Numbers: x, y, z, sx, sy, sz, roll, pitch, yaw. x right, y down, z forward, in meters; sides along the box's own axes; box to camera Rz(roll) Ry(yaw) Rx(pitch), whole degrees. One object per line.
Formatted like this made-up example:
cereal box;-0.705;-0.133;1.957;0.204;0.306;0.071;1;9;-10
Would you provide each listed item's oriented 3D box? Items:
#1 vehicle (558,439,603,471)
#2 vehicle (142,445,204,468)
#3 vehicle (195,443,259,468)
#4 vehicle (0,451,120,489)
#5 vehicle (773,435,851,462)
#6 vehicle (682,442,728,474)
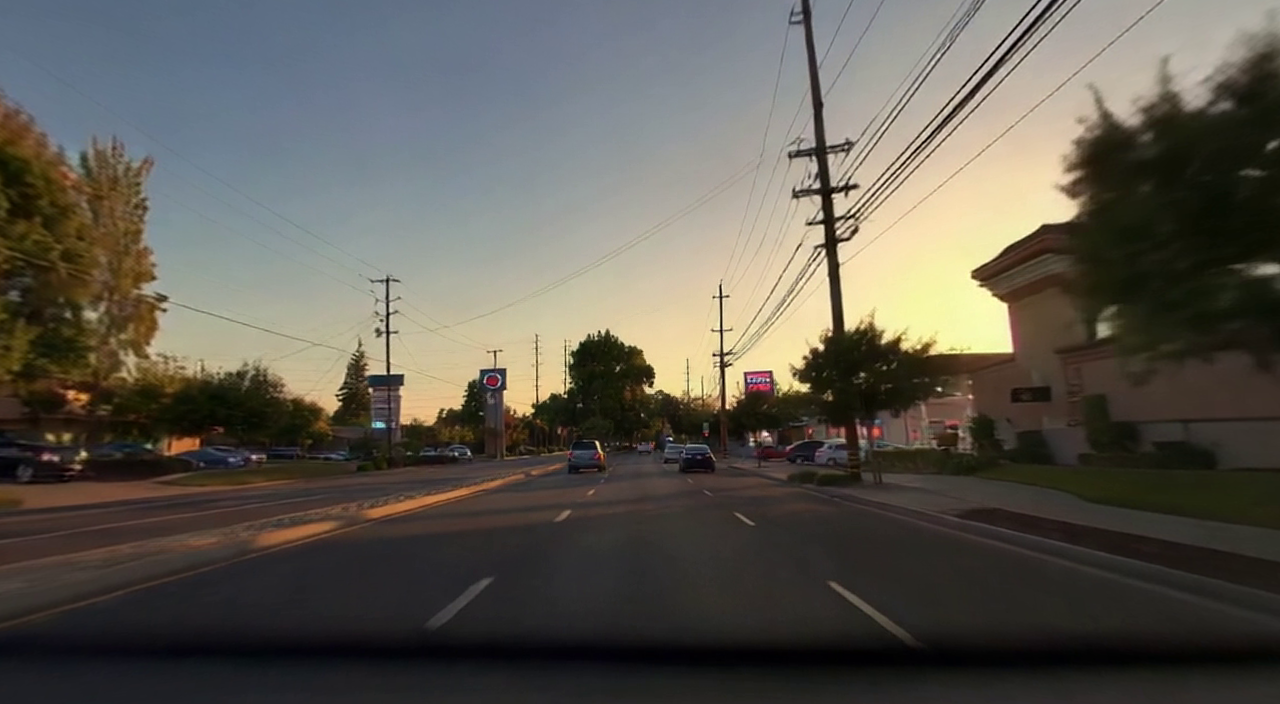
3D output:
vehicle;-3.234;5.690;35.070;2.047;1.664;4.148;0;-9;0
vehicle;-34.521;7.749;46.714;1.923;1.597;4.127;1;-9;-9
vehicle;-31.228;7.839;47.817;1.859;1.704;4.366;-1;-9;-1
vehicle;-26.040;5.250;28.349;1.823;1.412;4.255;-1;-8;-4
vehicle;12.179;6.859;44.751;4.832;1.813;2.170;1;-9;-6
vehicle;3.343;5.544;33.141;1.978;1.455;4.195;2;-9;0
